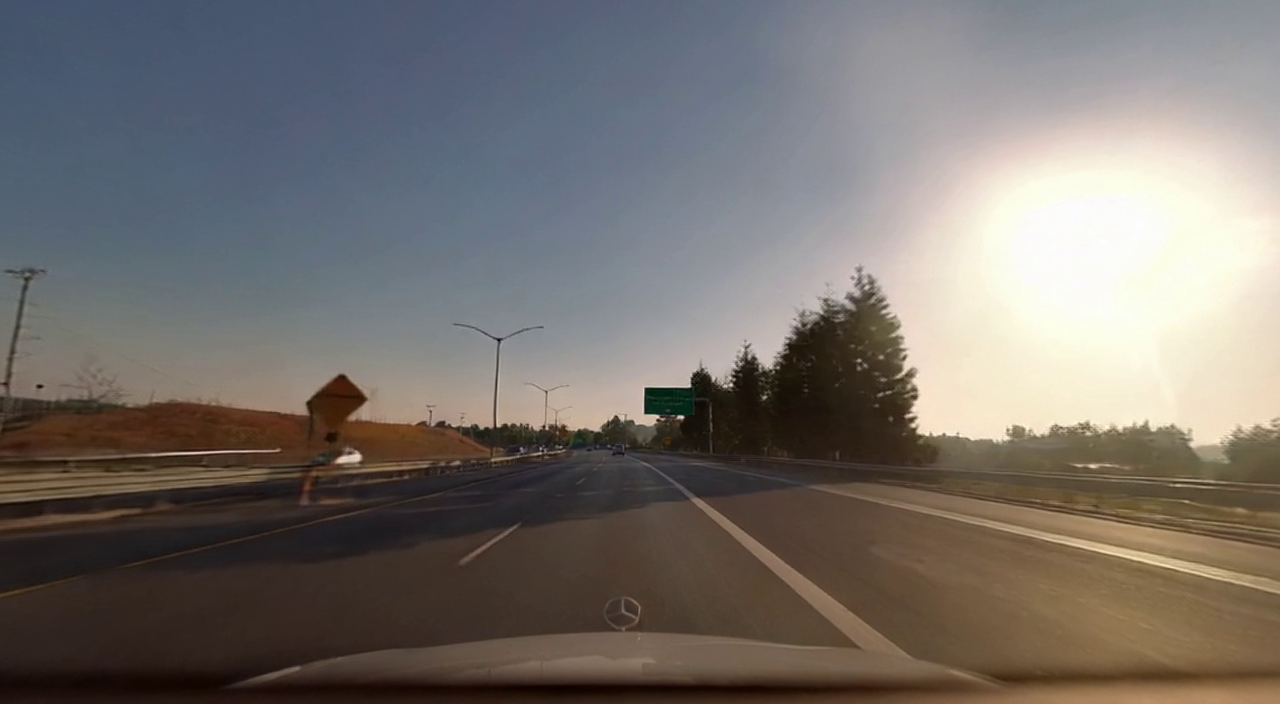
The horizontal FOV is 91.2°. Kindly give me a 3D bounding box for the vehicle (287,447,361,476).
[{"bbox_3d":[-17.781,6.176,35.531,1.869,1.469,4.602,0,-9,-1],"label":"vehicle"}]
